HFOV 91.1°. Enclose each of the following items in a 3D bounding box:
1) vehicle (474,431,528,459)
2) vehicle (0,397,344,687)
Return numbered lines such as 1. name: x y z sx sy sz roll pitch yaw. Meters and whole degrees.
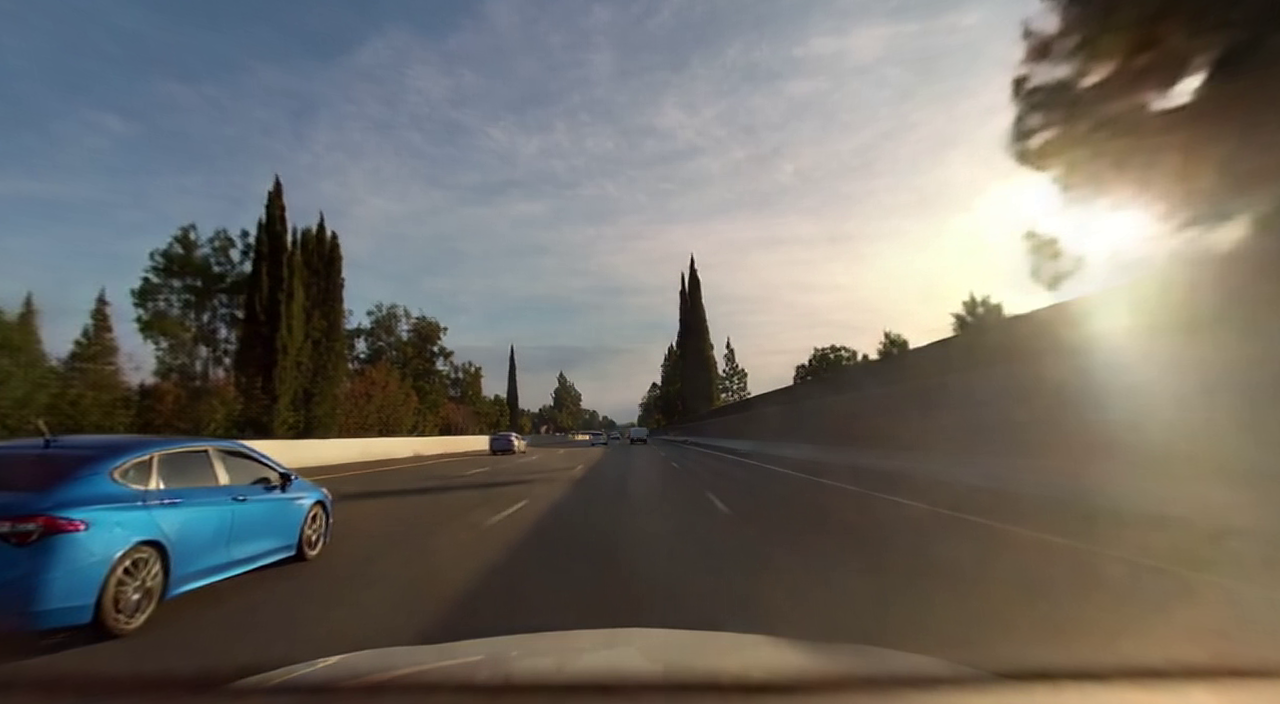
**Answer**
1. vehicle: -8.167 5.498 37.404 2.053 1.582 4.878 0 -8 1
2. vehicle: -4.354 1.221 4.974 2.079 1.500 3.881 0 -8 1
